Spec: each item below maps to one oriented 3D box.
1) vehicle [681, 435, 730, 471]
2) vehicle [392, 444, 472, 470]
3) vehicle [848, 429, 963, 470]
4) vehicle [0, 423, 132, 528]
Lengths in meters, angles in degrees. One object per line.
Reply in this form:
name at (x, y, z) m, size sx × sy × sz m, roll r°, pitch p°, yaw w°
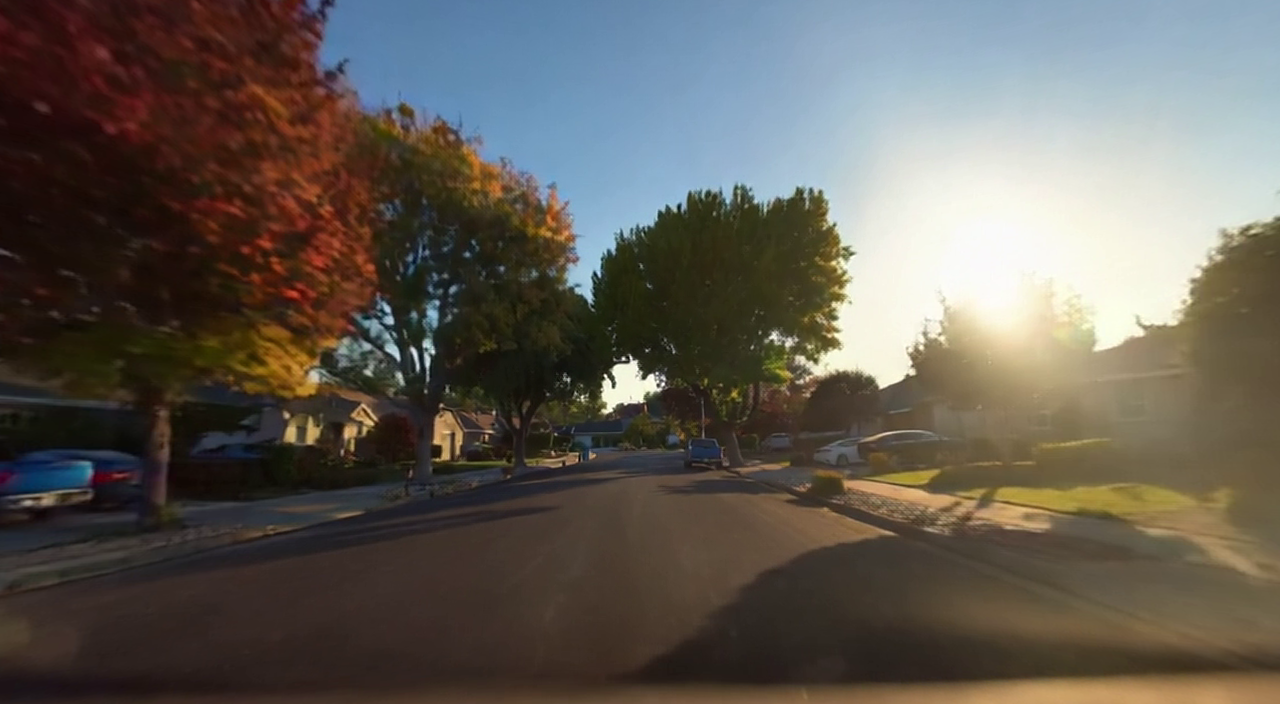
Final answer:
vehicle at (3.768, 6.002, 37.746) m, size 2.313 × 1.962 × 6.029 m, roll 0°, pitch -9°, yaw 0°
vehicle at (-12.713, 6.440, 38.749) m, size 4.225 × 1.498 × 1.917 m, roll 0°, pitch -9°, yaw 2°
vehicle at (11.522, 4.229, 27.650) m, size 4.069 × 1.680 × 2.156 m, roll 0°, pitch -7°, yaw 3°
vehicle at (-13.571, 2.372, 12.423) m, size 5.286 × 1.847 × 2.166 m, roll 0°, pitch -9°, yaw 2°
